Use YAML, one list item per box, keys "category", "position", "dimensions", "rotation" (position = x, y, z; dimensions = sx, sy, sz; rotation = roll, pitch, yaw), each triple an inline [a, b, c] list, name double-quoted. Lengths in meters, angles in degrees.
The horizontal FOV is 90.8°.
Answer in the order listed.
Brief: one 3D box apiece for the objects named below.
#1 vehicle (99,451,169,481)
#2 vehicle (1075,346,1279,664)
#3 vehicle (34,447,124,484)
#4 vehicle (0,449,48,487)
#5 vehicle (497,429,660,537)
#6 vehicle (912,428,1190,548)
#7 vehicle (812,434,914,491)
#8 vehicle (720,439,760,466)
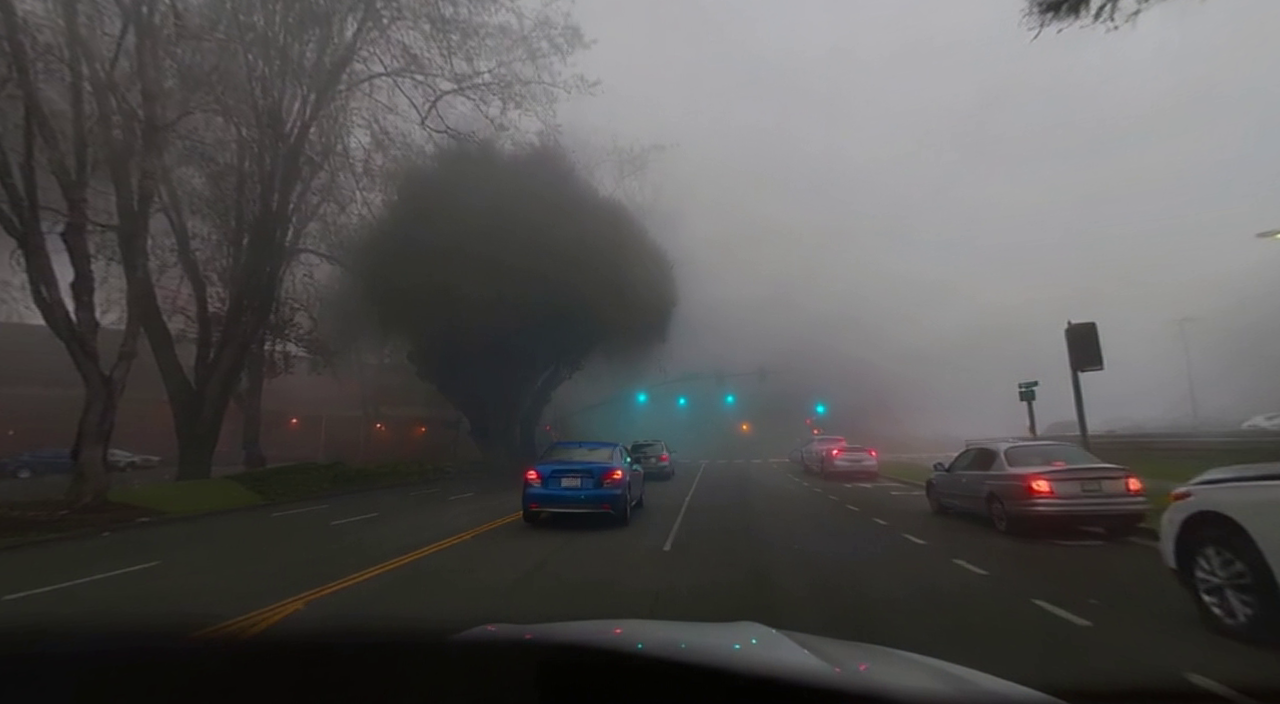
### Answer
- category: "vehicle"
  position: [-25.956, 5.794, 32.374]
  dimensions: [3.527, 1.390, 1.681]
  rotation: [-5, -10, 33]
- category: "vehicle"
  position: [4.946, 0.789, 2.881]
  dimensions: [2.324, 1.907, 5.634]
  rotation: [-1, -8, 6]
- category: "vehicle"
  position: [-26.535, 5.299, 29.877]
  dimensions: [4.127, 1.583, 1.978]
  rotation: [-5, -10, 32]
- category: "vehicle"
  position: [-27.081, 4.925, 27.027]
  dimensions: [3.865, 1.499, 1.804]
  rotation: [-7, -11, 38]
- category: "vehicle"
  position: [-0.817, 2.169, 11.139]
  dimensions: [1.968, 1.497, 4.286]
  rotation: [-1, -8, 7]
- category: "vehicle"
  position: [6.124, 2.033, 10.215]
  dimensions: [1.857, 1.483, 4.430]
  rotation: [-1, -8, 6]
- category: "vehicle"
  position: [6.605, 3.302, 19.235]
  dimensions: [1.910, 1.493, 4.490]
  rotation: [-1, -8, 6]
- category: "vehicle"
  position: [5.809, 5.906, 37.313]
  dimensions: [2.095, 1.473, 4.301]
  rotation: [-1, -8, 6]
